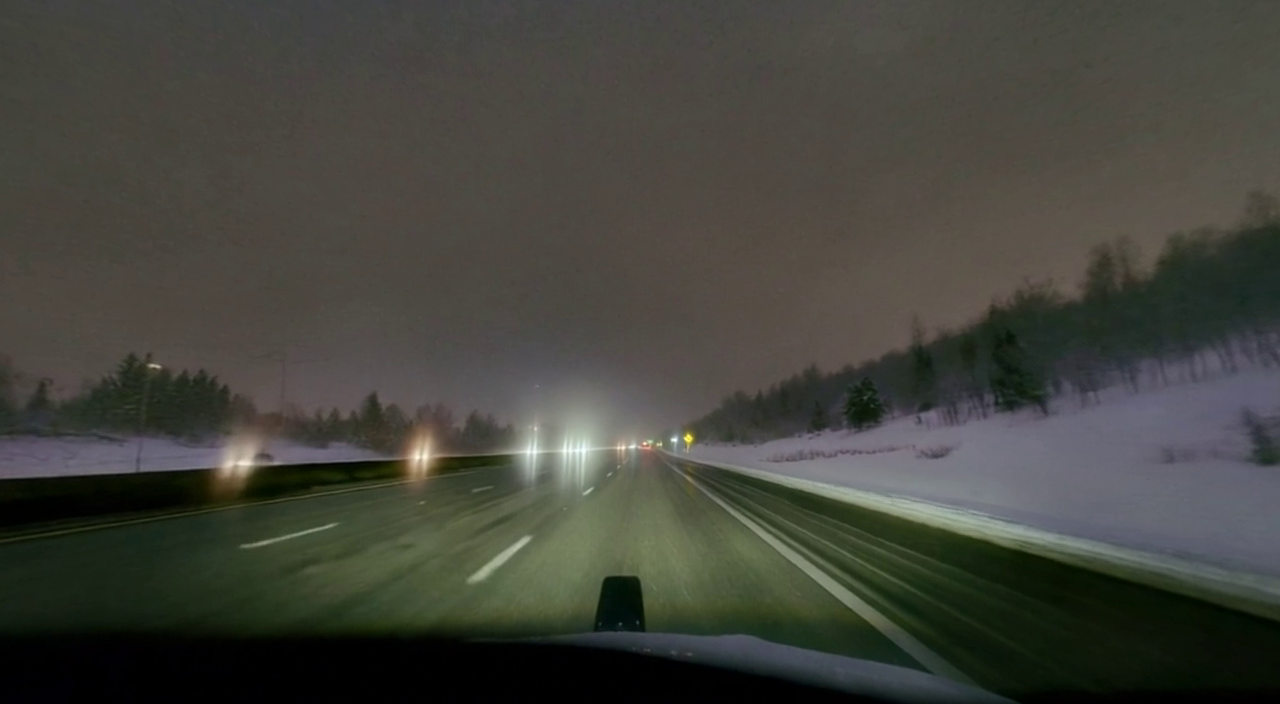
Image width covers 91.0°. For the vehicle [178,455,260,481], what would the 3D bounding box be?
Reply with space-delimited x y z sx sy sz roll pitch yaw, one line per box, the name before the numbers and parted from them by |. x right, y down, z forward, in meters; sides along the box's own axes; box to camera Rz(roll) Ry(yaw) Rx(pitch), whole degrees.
vehicle | -27.791 7.680 41.784 2.101 1.568 4.758 -1 -9 1
